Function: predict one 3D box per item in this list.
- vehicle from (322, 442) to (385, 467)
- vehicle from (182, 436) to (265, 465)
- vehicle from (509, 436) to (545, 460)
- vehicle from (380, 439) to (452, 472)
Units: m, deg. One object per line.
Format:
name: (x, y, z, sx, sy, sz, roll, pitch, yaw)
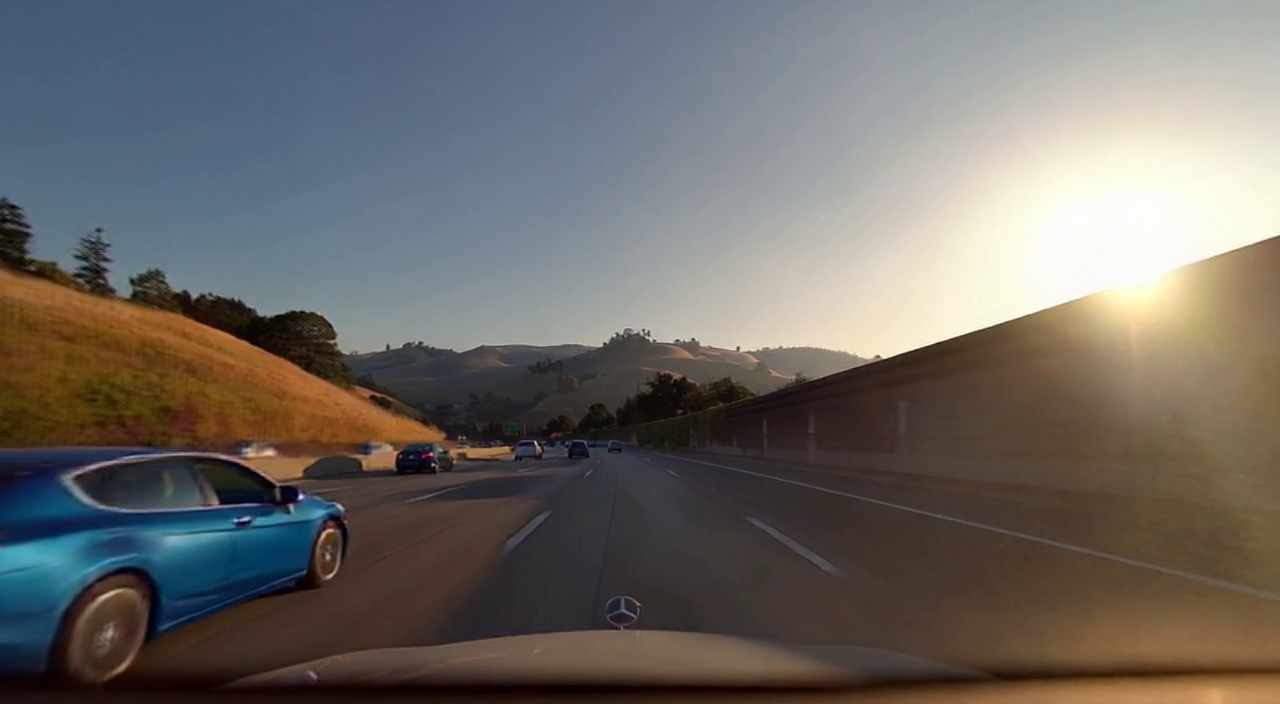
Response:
vehicle: (-17.375, 6.232, 38.529, 2.090, 1.422, 3.952, 0, -9, -1)
vehicle: (-27.957, 6.619, 42.666, 2.025, 1.781, 5.372, 0, -9, -2)
vehicle: (-8.782, 7.516, 49.460, 2.074, 1.768, 4.805, 0, -9, -2)
vehicle: (-11.042, 5.121, 31.518, 1.949, 1.475, 4.740, 0, -9, -1)
